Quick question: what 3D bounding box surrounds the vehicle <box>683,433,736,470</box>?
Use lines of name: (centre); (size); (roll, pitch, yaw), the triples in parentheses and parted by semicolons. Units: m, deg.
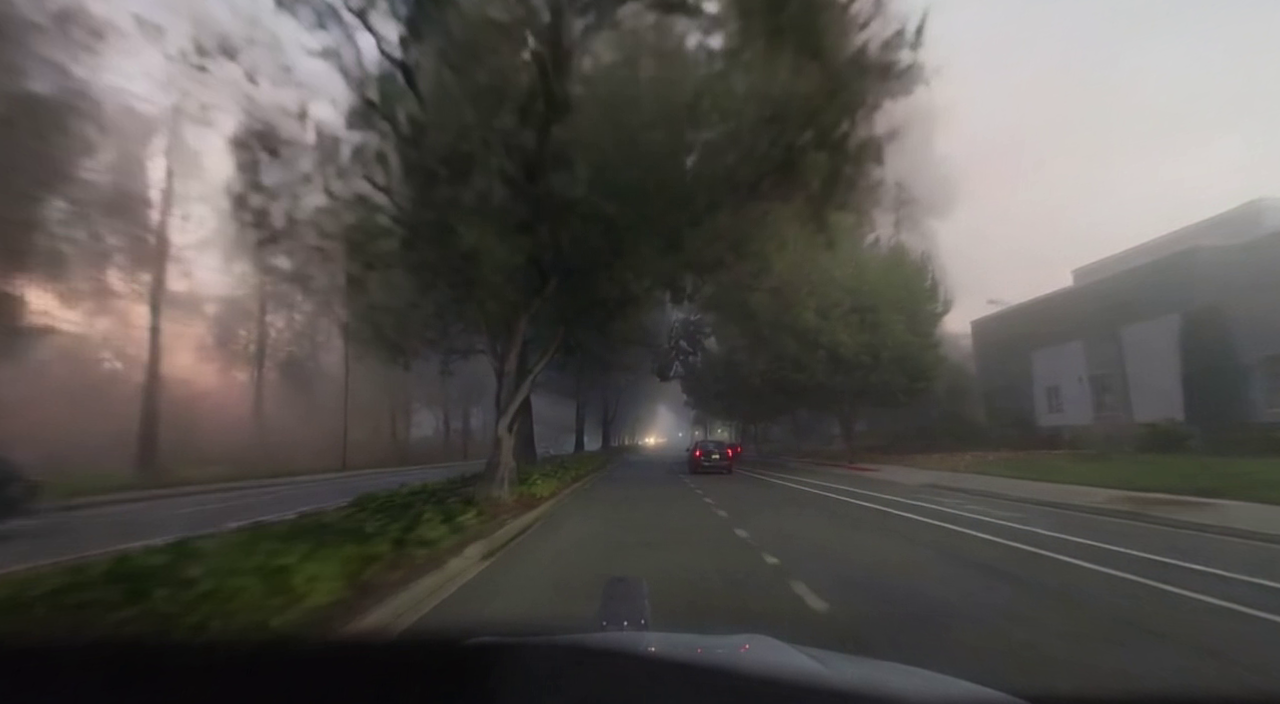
vehicle: (3.499, 5.080, 32.438); (2.143, 1.759, 4.378); (0, -8, -1)
